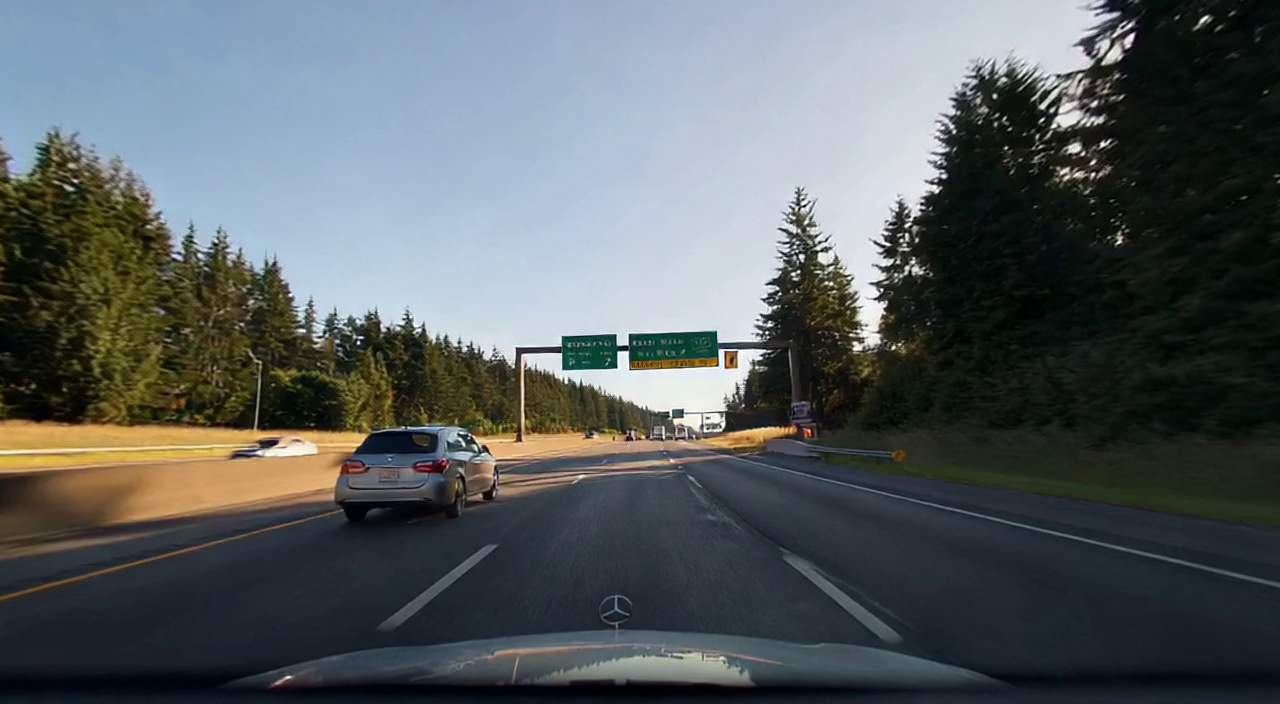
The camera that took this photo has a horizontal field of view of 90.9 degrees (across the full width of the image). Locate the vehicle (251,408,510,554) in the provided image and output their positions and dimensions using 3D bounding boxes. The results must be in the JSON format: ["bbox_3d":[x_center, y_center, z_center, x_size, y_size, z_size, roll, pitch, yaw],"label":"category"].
[{"bbox_3d":[-3.411,1.768,9.345,2.084,1.654,4.080,0,-8,0],"label":"vehicle"}]

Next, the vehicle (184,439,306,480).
[{"bbox_3d":[-15.790,4.281,25.557,1.956,1.501,4.682,0,-8,-1],"label":"vehicle"}]
